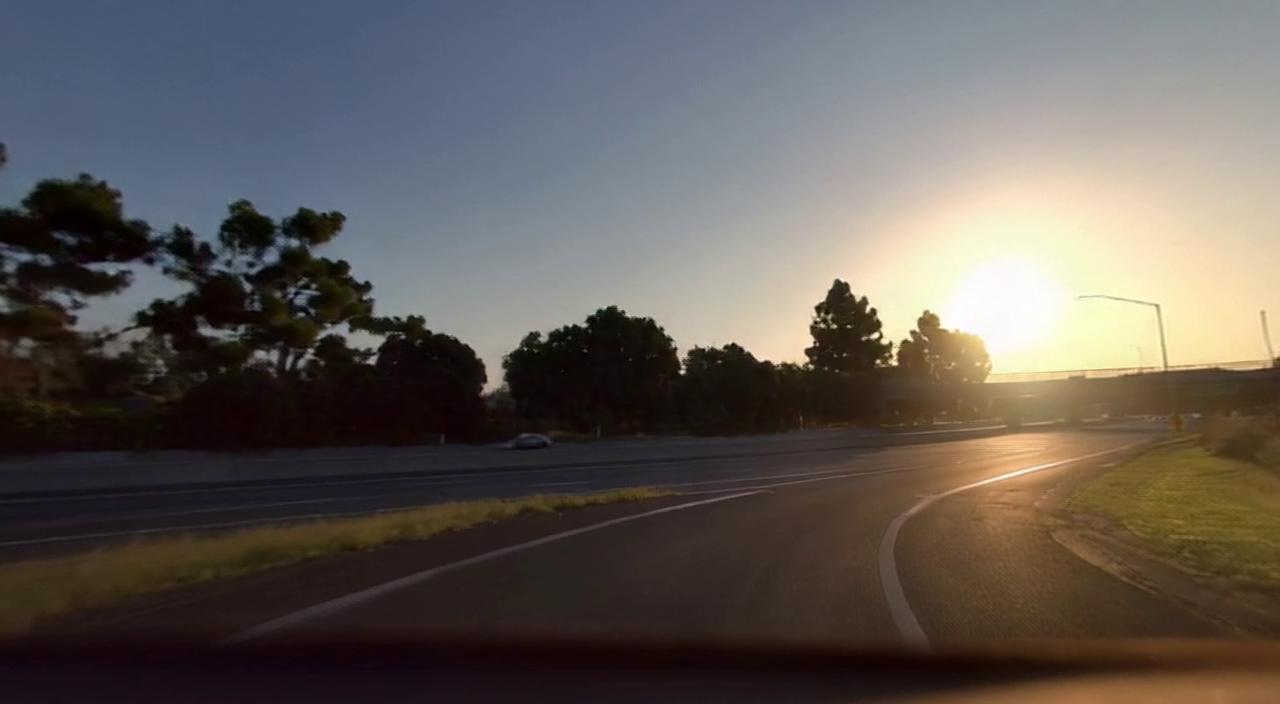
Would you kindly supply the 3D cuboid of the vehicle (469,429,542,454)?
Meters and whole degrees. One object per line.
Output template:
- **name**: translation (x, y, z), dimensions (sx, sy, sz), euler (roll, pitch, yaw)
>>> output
- **vehicle**: translation (-9.035, 6.083, 42.677), dimensions (4.433, 1.597, 1.922), euler (7, -11, -42)
